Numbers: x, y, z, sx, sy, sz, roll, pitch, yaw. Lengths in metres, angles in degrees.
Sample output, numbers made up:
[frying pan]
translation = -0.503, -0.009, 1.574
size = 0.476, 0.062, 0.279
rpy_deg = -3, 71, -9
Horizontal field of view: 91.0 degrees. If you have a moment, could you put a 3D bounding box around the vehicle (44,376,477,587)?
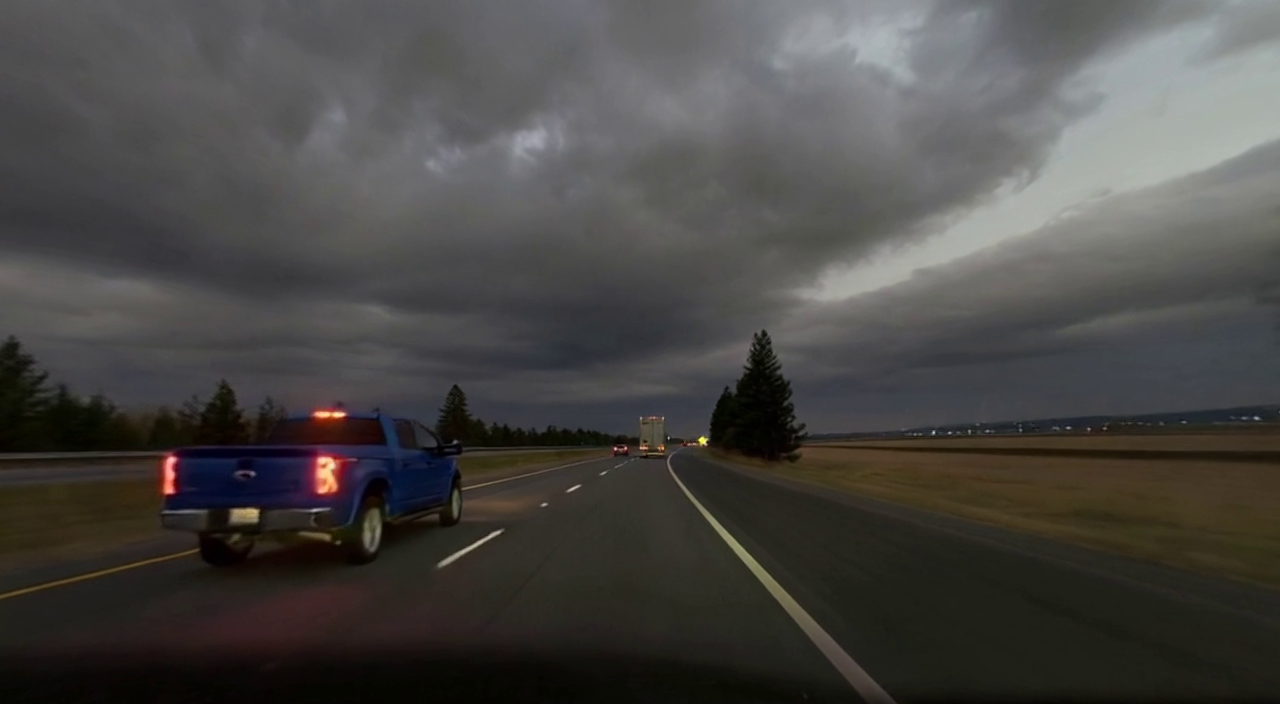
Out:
[vehicle]
translation = -3.936, 1.486, 7.995
size = 2.295, 1.815, 4.983
rpy_deg = 0, -9, 1
